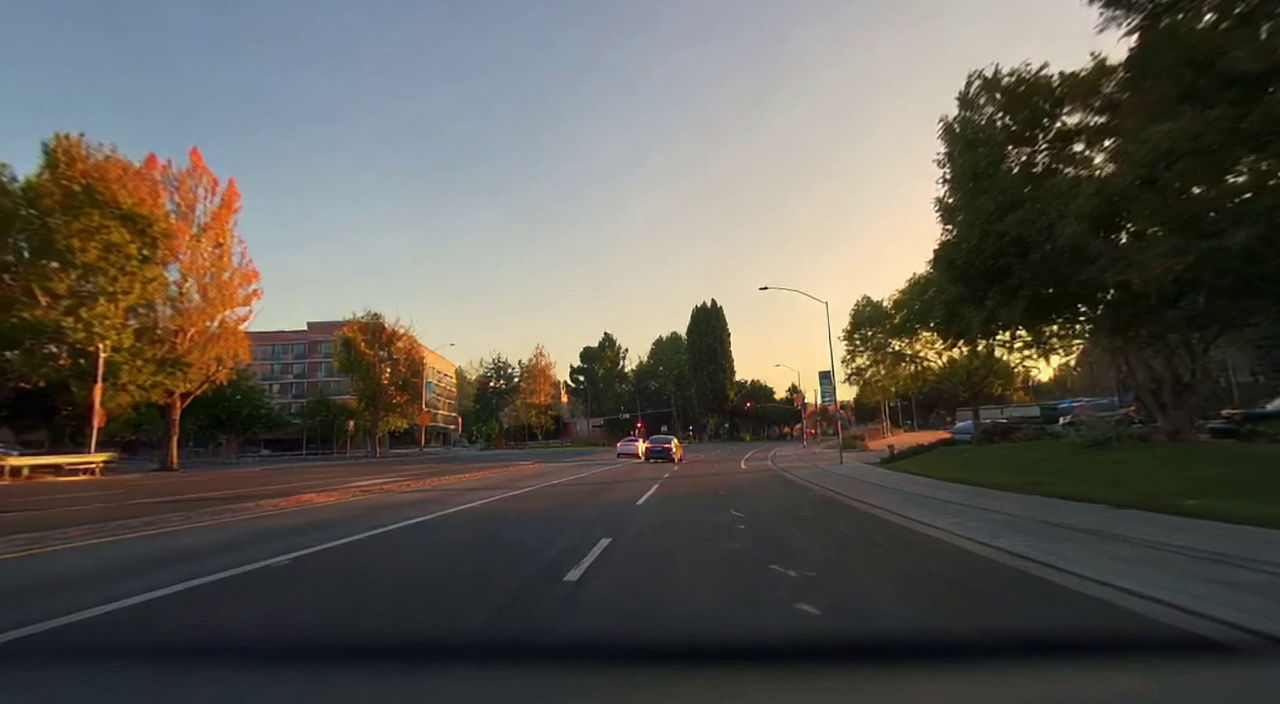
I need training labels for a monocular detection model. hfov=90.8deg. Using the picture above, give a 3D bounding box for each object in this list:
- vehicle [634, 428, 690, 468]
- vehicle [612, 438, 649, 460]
[{"bbox_3d":[1.281,5.131,33.768,2.356,1.931,4.840,-2,-9,9],"label":"vehicle"},{"bbox_3d":[-0.620,6.993,45.695,1.952,1.472,4.312,-2,-9,10],"label":"vehicle"}]
